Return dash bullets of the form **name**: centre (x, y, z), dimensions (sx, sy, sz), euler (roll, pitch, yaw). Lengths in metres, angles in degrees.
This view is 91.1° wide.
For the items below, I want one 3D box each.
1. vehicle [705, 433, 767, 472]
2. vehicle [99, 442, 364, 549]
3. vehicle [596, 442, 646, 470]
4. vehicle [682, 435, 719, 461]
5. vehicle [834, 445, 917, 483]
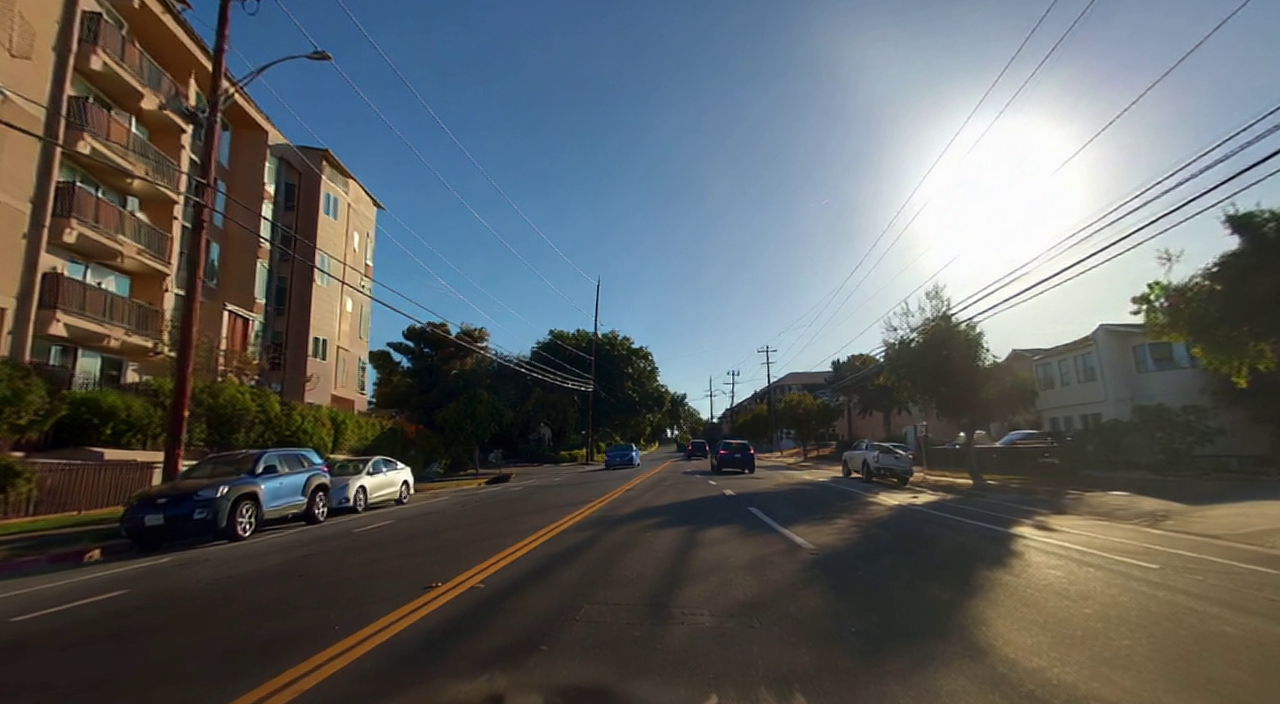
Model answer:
- **vehicle**: centre (4.649, 4.953, 31.139), dimensions (2.306, 1.719, 4.805), euler (0, -8, 0)
- **vehicle**: centre (-8.112, 2.829, 13.254), dimensions (2.381, 1.825, 4.652), euler (0, -8, 1)
- **vehicle**: centre (-0.983, 5.776, 35.164), dimensions (2.155, 1.436, 4.501), euler (-1, -8, 6)
- **vehicle**: centre (4.464, 7.170, 47.068), dimensions (2.368, 1.840, 4.896), euler (0, -8, 0)
- **vehicle**: centre (10.106, 4.816, 27.360), dimensions (1.935, 1.478, 4.711), euler (0, -8, 2)
